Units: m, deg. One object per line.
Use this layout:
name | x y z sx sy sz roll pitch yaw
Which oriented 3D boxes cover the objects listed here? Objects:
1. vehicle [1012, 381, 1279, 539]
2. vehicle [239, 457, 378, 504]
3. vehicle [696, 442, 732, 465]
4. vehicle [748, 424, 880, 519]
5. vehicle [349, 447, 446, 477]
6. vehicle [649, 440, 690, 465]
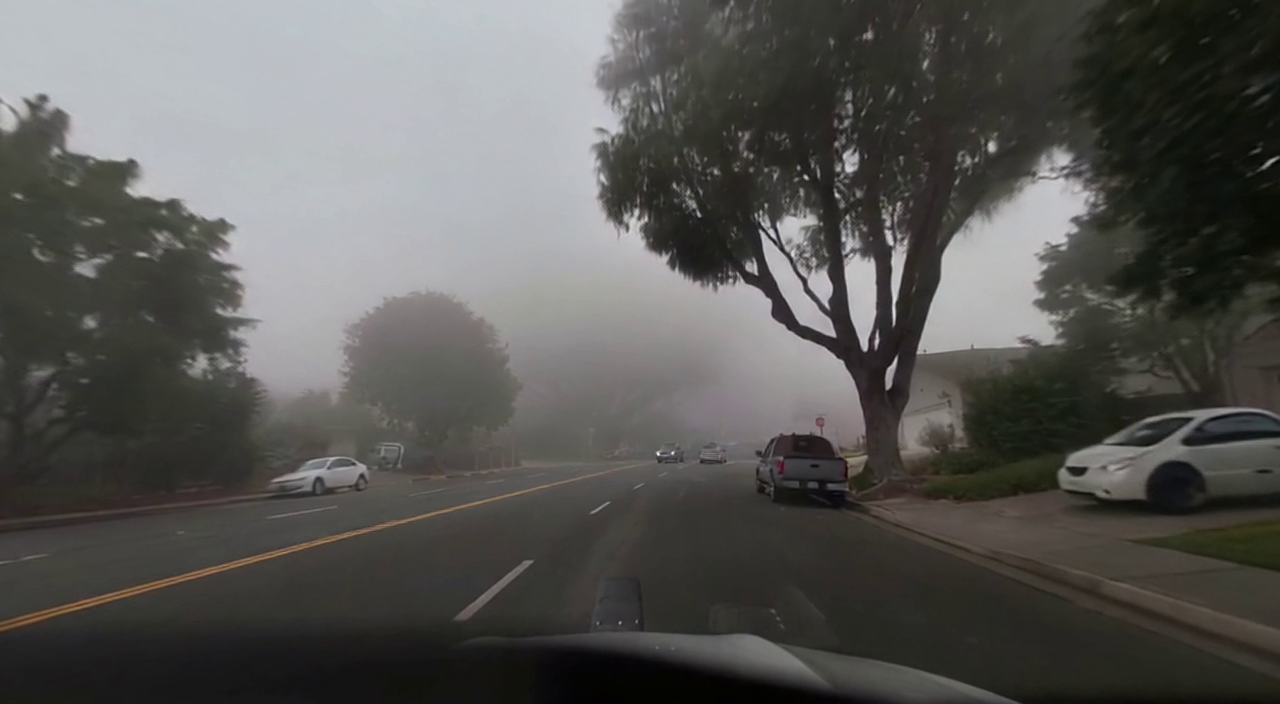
vehicle | 9.239 1.536 9.965 5.085 1.795 2.183 -9 -9 3
vehicle | -12.277 4.755 23.794 2.118 1.496 5.030 -3 -10 6
vehicle | 5.094 6.894 42.758 1.955 1.459 4.383 -2 -9 13
vehicle | 4.250 3.006 16.533 2.516 2.019 5.790 -1 -8 8
vehicle | -15.182 6.901 39.595 5.177 1.779 2.199 -1 -8 4
vehicle | 2.167 7.219 45.440 2.178 1.695 4.339 -2 -9 13
